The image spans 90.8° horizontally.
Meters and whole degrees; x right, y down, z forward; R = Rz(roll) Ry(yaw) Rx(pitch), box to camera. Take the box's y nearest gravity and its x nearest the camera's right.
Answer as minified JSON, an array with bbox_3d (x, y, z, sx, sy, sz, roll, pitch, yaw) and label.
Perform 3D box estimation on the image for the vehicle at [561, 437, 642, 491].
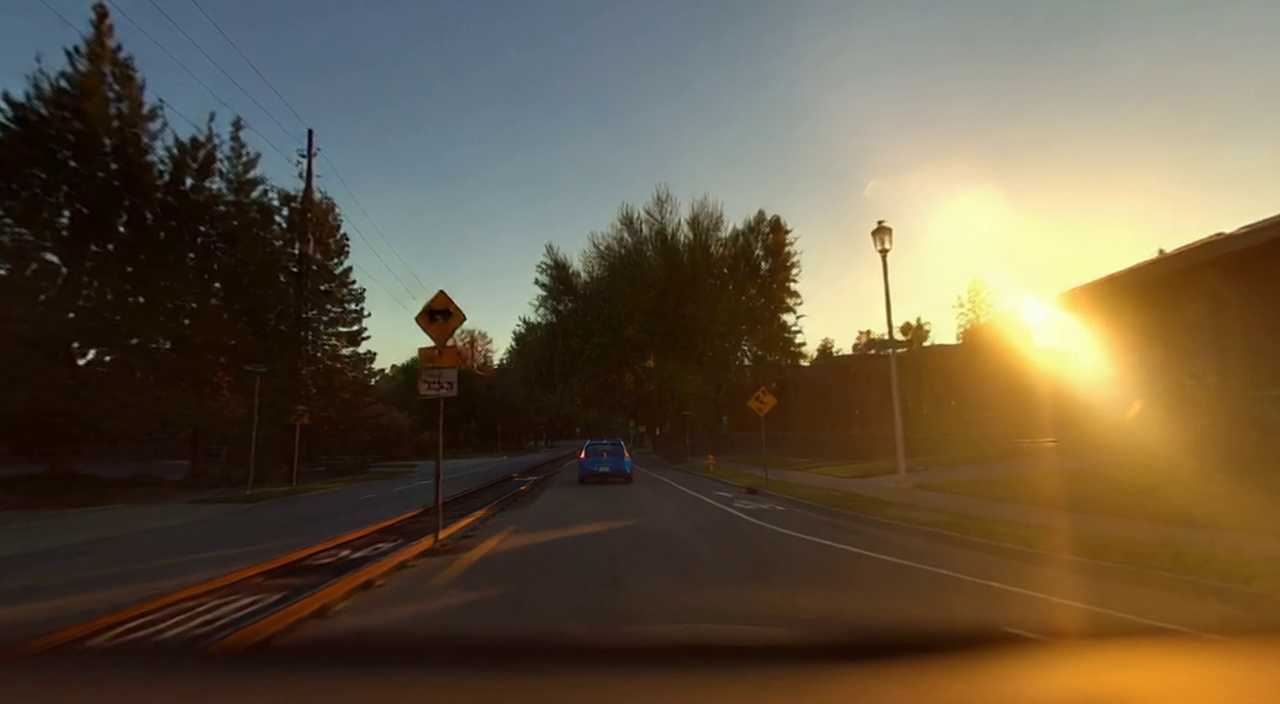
[{"bbox_3d":[-1.202,3.498,20.103,2.295,1.510,4.364,0,-8,-3],"label":"vehicle"}]
